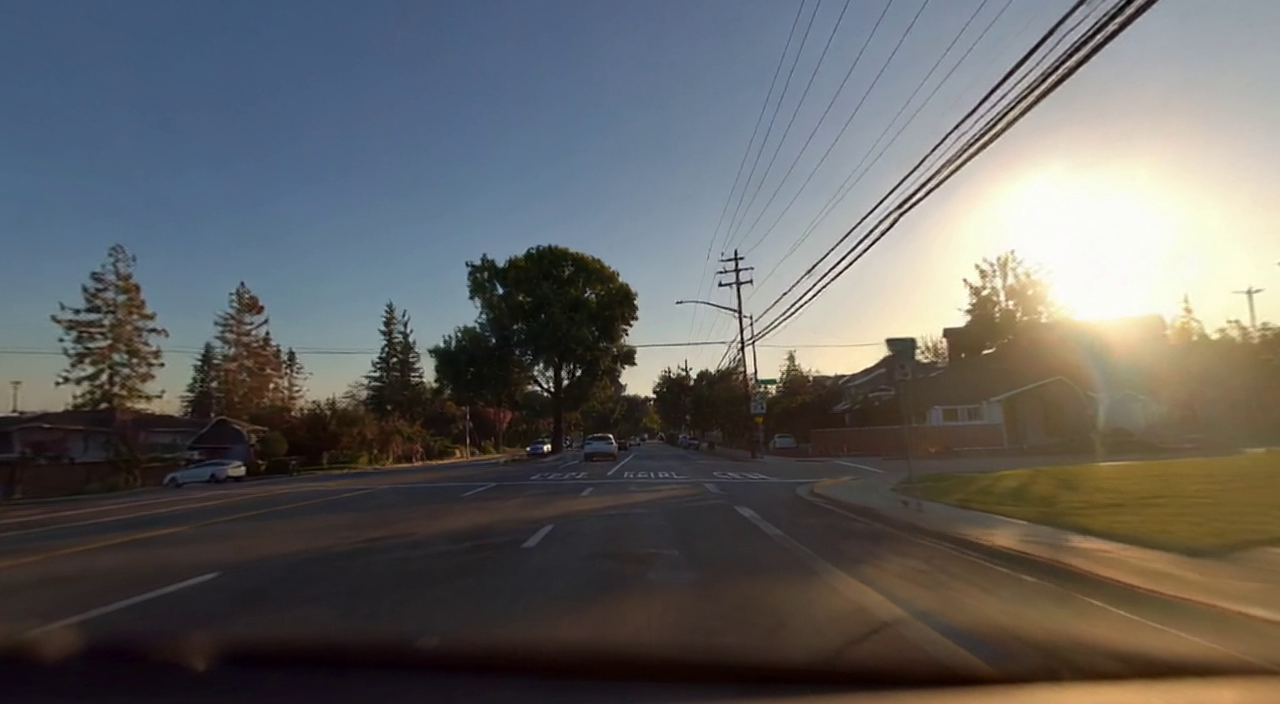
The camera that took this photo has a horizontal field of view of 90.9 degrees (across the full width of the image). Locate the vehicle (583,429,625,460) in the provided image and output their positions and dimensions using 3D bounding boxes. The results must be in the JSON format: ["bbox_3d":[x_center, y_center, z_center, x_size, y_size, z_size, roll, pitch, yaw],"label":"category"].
[{"bbox_3d":[-2.232,6.005,40.832,2.327,1.861,4.941,0,-8,1],"label":"vehicle"}]

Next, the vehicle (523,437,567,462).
[{"bbox_3d":[-6.188,6.425,41.759,2.155,1.533,4.530,-1,-8,1],"label":"vehicle"}]

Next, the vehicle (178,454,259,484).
[{"bbox_3d":[-27.244,7.554,40.969,1.938,1.725,4.846,0,-8,0],"label":"vehicle"}]
